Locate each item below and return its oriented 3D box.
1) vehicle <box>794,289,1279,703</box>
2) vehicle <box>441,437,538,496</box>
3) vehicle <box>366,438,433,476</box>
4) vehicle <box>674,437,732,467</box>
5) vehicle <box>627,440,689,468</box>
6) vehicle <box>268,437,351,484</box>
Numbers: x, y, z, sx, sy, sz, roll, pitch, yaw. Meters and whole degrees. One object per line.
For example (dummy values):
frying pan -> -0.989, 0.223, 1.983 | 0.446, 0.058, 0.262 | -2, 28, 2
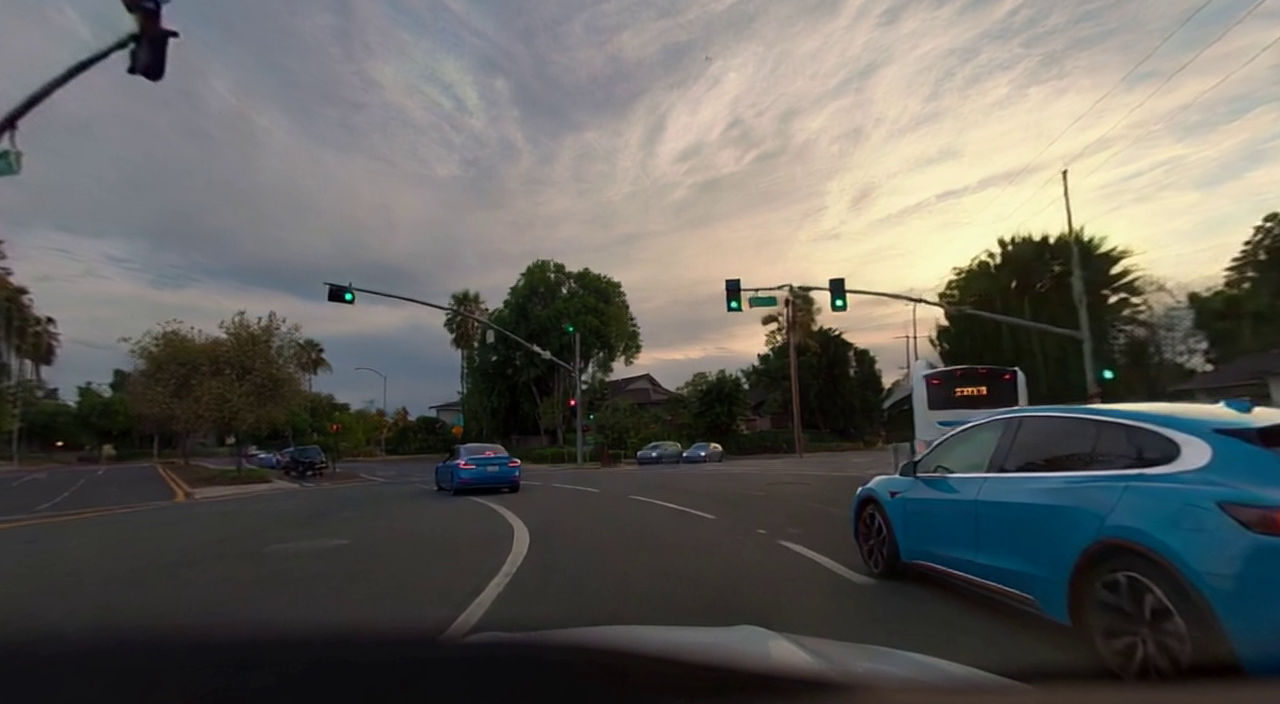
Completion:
vehicle -> 3.033, 1.062, 4.577 | 2.205, 1.803, 5.135 | 0, -8, -4
vehicle -> -5.102, 3.716, 20.972 | 2.341, 1.709, 4.466 | 3, -9, -23
vehicle -> -13.221, 5.683, 34.549 | 2.272, 1.891, 4.562 | 6, -10, -35
vehicle -> 3.967, 6.105, 38.818 | 2.122, 1.730, 5.138 | -4, -9, 22
vehicle -> 1.250, 6.695, 41.612 | 2.290, 1.688, 5.224 | -5, -10, 22
vehicle -> -15.155, 4.878, 28.784 | 2.283, 1.878, 5.384 | 6, -11, -38
